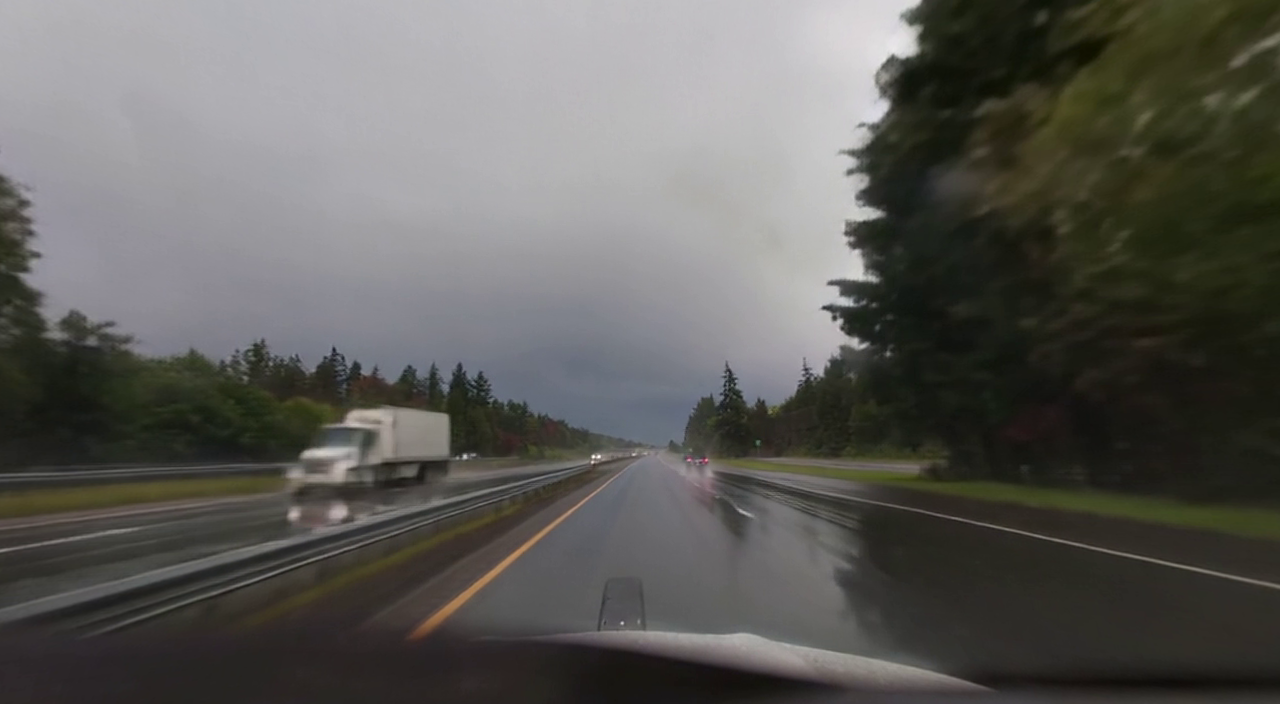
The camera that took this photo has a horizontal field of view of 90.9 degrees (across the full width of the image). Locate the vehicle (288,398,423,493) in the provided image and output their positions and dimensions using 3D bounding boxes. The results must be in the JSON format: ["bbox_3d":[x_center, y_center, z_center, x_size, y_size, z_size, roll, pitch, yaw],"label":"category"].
[{"bbox_3d":[-12.799,4.325,29.180,2.956,3.840,6.896,0,-9,0],"label":"vehicle"}]
